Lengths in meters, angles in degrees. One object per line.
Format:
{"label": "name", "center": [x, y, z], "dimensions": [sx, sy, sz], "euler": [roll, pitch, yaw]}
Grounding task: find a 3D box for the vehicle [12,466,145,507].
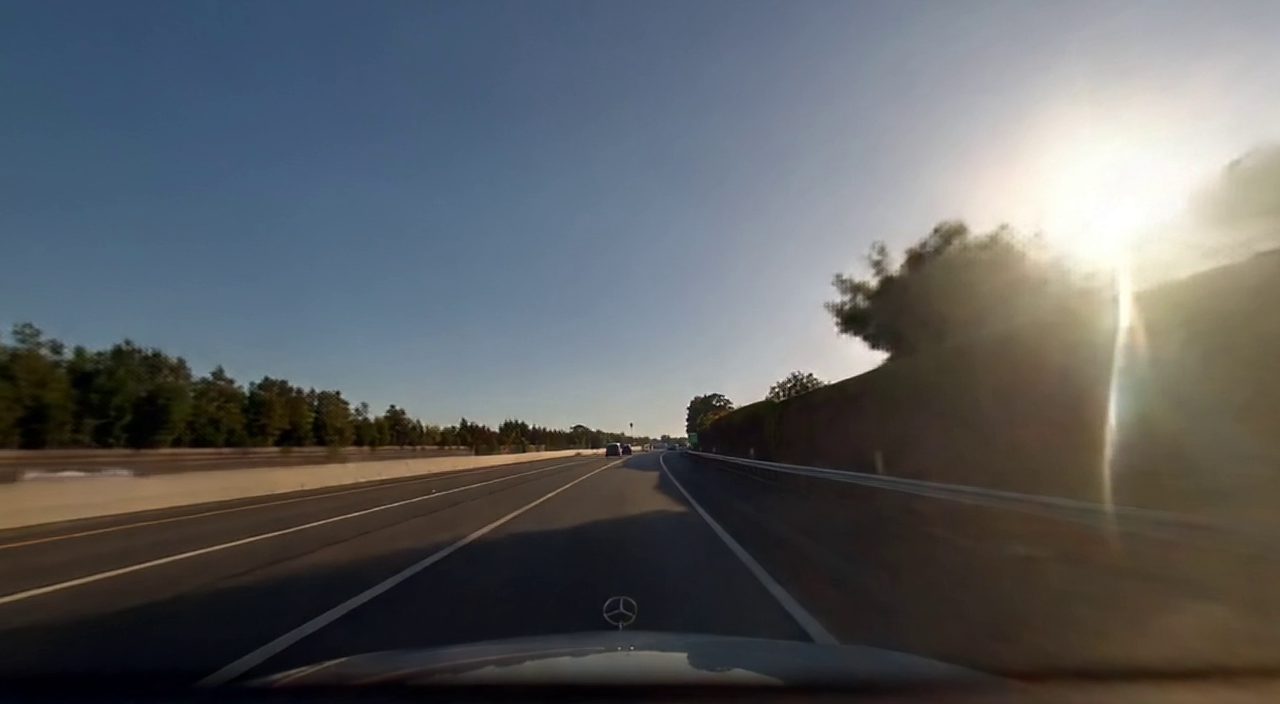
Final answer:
{"label": "vehicle", "center": [-24.813, 5.928, 27.940], "dimensions": [1.904, 1.527, 4.309], "euler": [0, -9, 0]}
